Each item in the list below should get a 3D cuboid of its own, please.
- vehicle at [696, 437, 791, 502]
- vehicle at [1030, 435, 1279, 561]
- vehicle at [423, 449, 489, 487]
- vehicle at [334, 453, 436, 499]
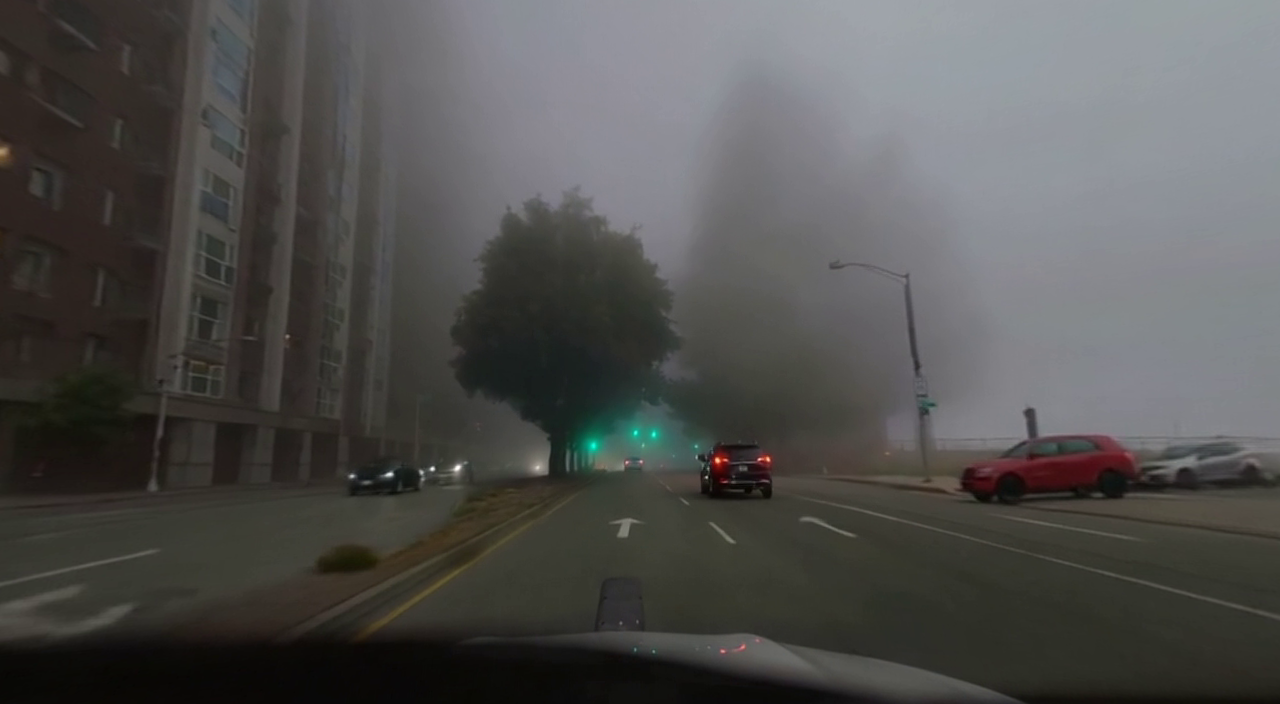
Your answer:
[{"bbox_3d":[3.188,3.721,20.525,2.129,1.844,4.767,0,-8,-2],"label":"vehicle"},{"bbox_3d":[8.633,2.048,9.607,1.940,1.512,5.129,0,-8,-3],"label":"vehicle"},{"bbox_3d":[-9.556,6.029,33.234,1.939,1.744,5.079,0,-8,0],"label":"vehicle"},{"bbox_3d":[-9.377,4.573,23.691,1.905,1.451,4.425,0,-8,1],"label":"vehicle"}]
